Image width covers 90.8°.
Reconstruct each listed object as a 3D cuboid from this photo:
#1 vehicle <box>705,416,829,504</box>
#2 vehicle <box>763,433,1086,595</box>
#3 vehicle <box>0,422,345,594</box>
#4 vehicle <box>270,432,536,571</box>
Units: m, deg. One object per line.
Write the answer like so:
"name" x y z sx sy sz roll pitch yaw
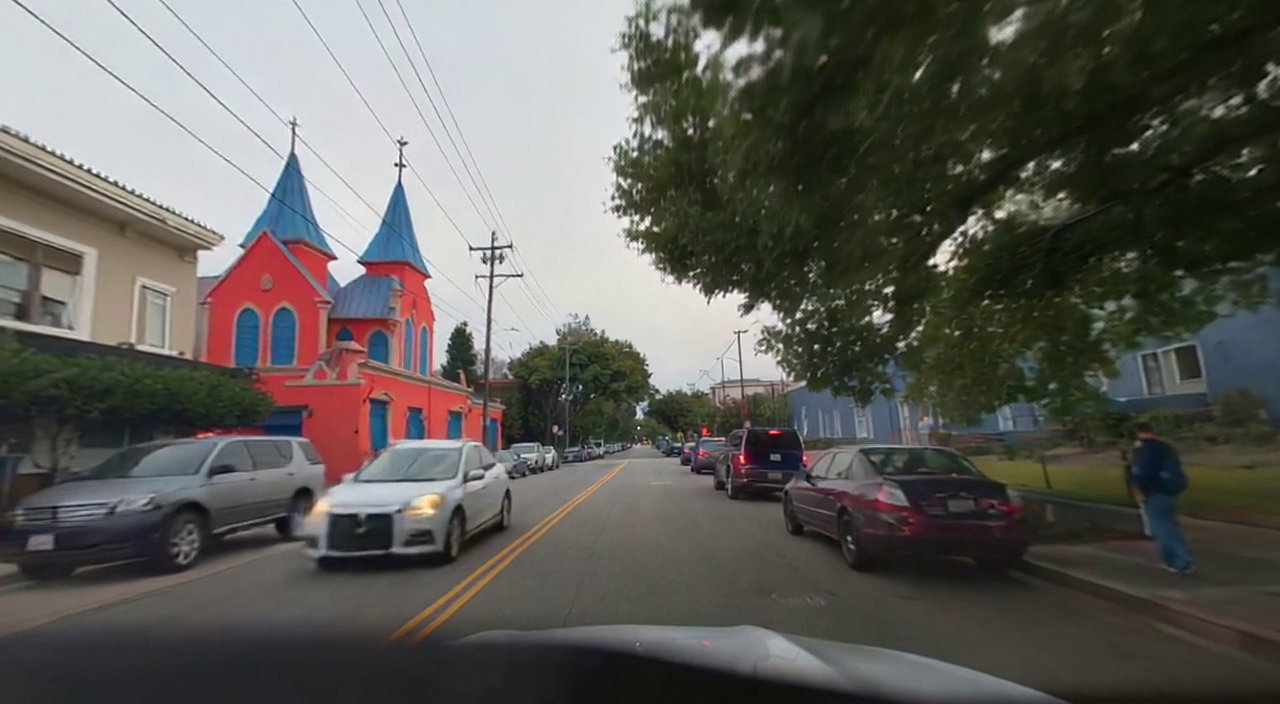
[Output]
"vehicle" 3.153 2.832 16.864 2.263 1.996 4.870 0 -9 0
"vehicle" 3.080 1.841 8.163 1.966 1.471 4.552 0 -9 -1
"vehicle" -6.329 2.017 9.054 2.140 1.746 4.385 -3 -8 0
"vehicle" -2.996 1.998 9.258 2.036 1.515 4.437 -1 -9 2
